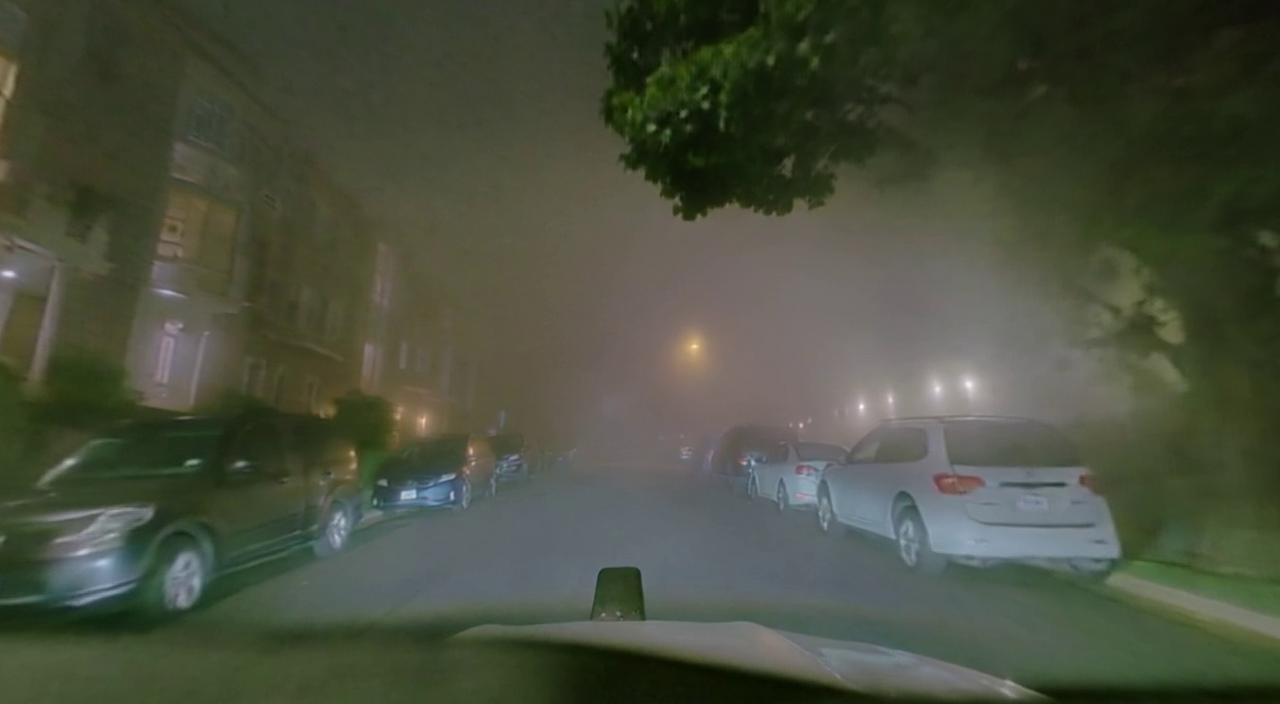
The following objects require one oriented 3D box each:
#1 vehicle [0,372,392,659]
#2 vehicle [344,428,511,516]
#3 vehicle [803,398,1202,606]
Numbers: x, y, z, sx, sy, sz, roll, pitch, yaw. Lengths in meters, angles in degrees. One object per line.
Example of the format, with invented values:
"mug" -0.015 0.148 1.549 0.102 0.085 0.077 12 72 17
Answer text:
"vehicle" -5.176 1.593 7.443 2.390 2.123 5.371 0 -8 -1
"vehicle" -5.251 3.056 16.740 2.683 1.923 5.421 0 -8 -2
"vehicle" 3.611 1.585 7.637 1.994 1.710 4.699 0 -8 0
